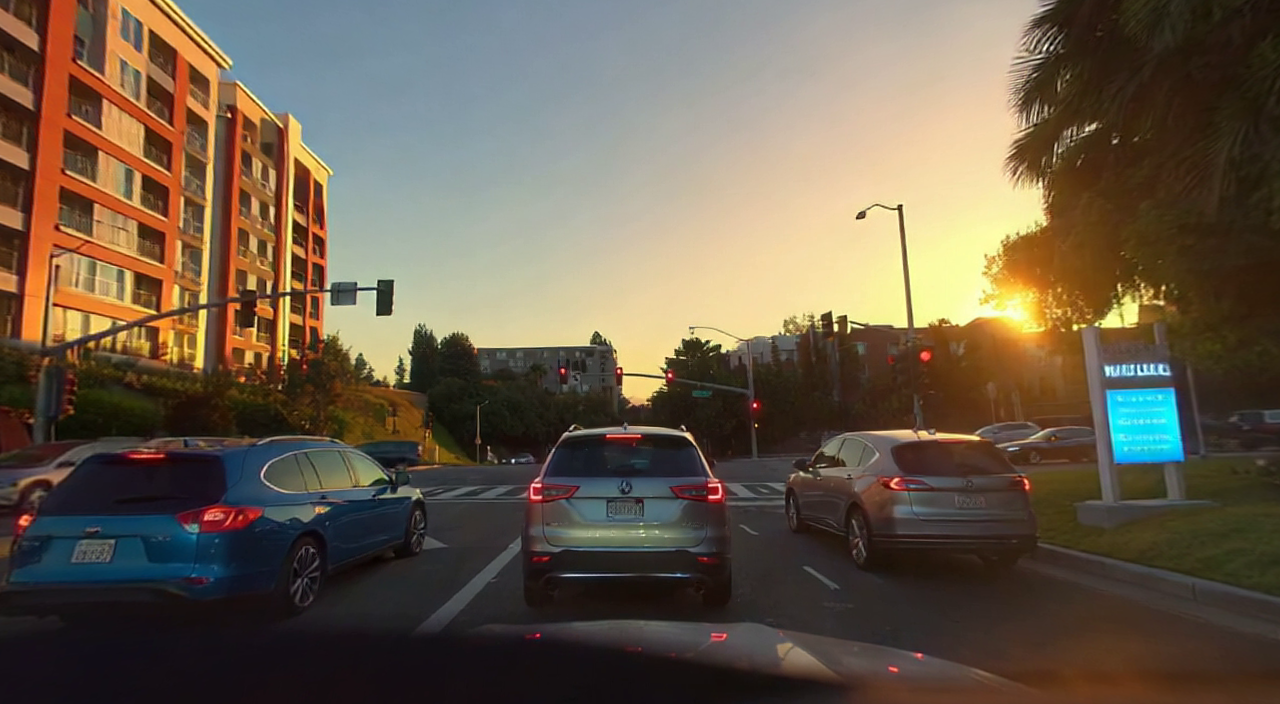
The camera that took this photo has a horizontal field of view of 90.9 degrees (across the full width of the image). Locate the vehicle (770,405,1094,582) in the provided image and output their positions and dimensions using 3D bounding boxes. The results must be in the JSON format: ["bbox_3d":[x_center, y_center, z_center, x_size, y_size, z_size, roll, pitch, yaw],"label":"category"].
[{"bbox_3d":[3.217,1.662,8.251,2.004,1.646,4.554,0,-8,-1],"label":"vehicle"}]

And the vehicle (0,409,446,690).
[{"bbox_3d":[-3.548,1.421,5.819,1.906,1.524,4.547,0,-8,2],"label":"vehicle"}]

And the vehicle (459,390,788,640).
[{"bbox_3d":[-0.130,1.408,6.433,2.195,1.662,4.262,0,-8,-1],"label":"vehicle"}]
